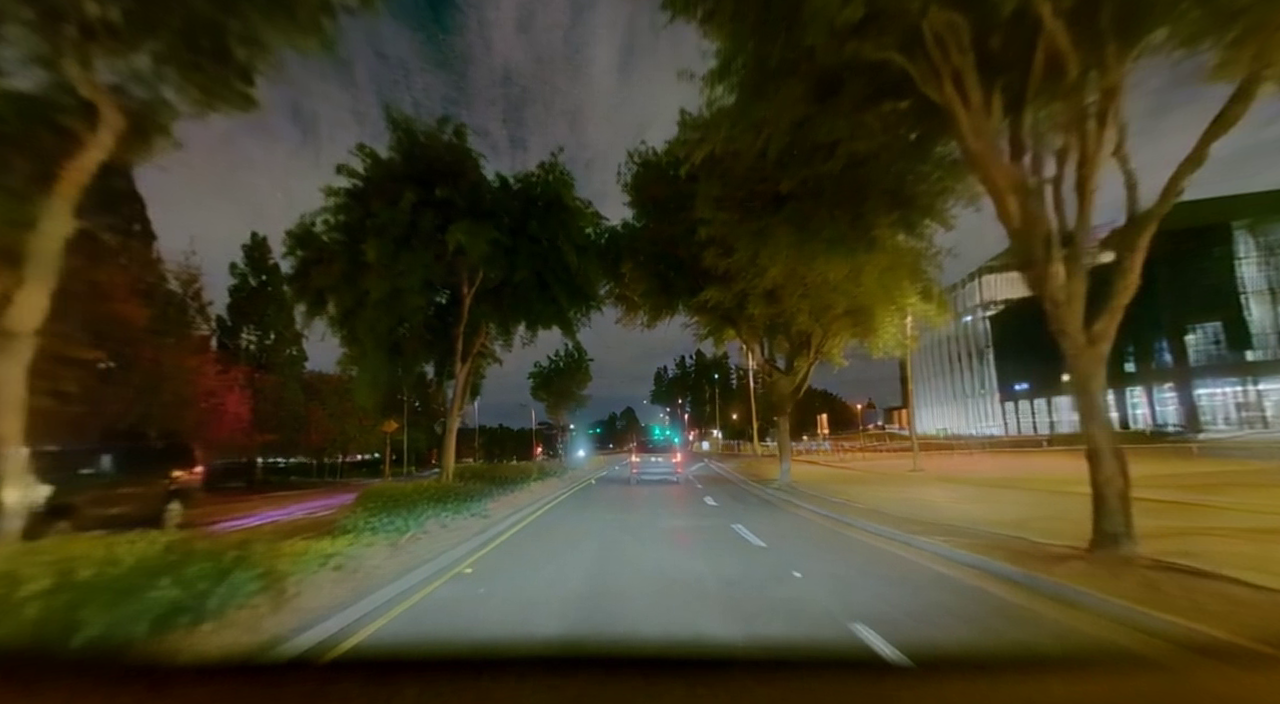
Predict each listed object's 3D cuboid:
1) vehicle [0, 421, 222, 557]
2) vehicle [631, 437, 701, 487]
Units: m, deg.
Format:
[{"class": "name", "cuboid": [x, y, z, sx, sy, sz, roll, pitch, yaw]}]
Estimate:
[{"class": "vehicle", "cuboid": [-11.135, 2.481, 12.168, 2.349, 2.106, 5.464, 0, -8, 0]}, {"class": "vehicle", "cuboid": [0.870, 3.667, 21.393, 2.114, 1.493, 4.430, 0, -8, 2]}]
